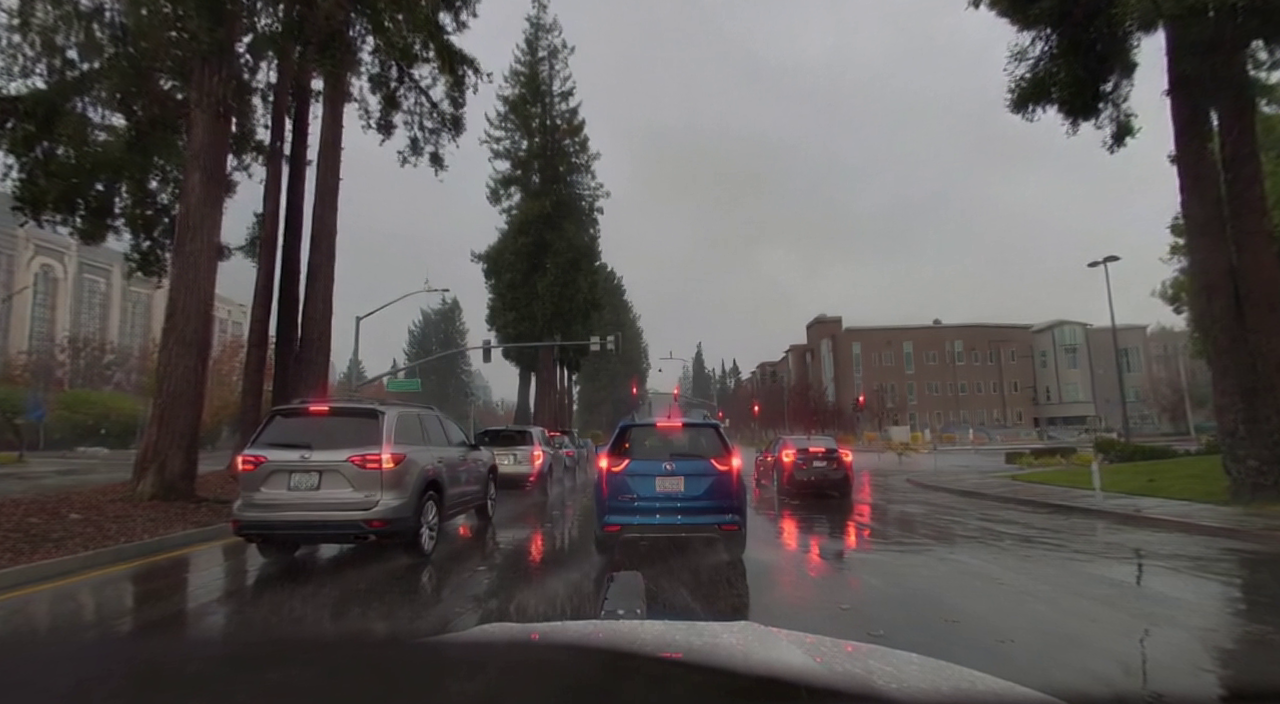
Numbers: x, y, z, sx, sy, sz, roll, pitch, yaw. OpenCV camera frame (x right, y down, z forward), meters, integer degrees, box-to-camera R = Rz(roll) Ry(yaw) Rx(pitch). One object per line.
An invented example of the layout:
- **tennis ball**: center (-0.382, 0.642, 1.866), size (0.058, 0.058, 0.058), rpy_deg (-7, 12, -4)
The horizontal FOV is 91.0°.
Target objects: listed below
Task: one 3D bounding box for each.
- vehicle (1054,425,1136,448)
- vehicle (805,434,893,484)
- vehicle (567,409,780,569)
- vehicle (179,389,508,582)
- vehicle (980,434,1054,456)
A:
- **vehicle**: center (33.250, 6.233, 46.136), size (4.632, 1.580, 1.801), rpy_deg (-5, -10, 31)
- **vehicle**: center (7.436, 3.839, 22.840), size (2.067, 1.599, 4.251), rpy_deg (-1, -8, 5)
- **vehicle**: center (0.360, 1.730, 8.667), size (2.189, 1.649, 4.171), rpy_deg (0, -8, 1)
- **vehicle**: center (-3.264, 1.582, 8.200), size (2.085, 1.812, 4.388), rpy_deg (0, -8, 0)
- **vehicle**: center (24.826, 6.170, 41.566), size (3.944, 1.398, 1.701), rpy_deg (-4, -9, 24)
